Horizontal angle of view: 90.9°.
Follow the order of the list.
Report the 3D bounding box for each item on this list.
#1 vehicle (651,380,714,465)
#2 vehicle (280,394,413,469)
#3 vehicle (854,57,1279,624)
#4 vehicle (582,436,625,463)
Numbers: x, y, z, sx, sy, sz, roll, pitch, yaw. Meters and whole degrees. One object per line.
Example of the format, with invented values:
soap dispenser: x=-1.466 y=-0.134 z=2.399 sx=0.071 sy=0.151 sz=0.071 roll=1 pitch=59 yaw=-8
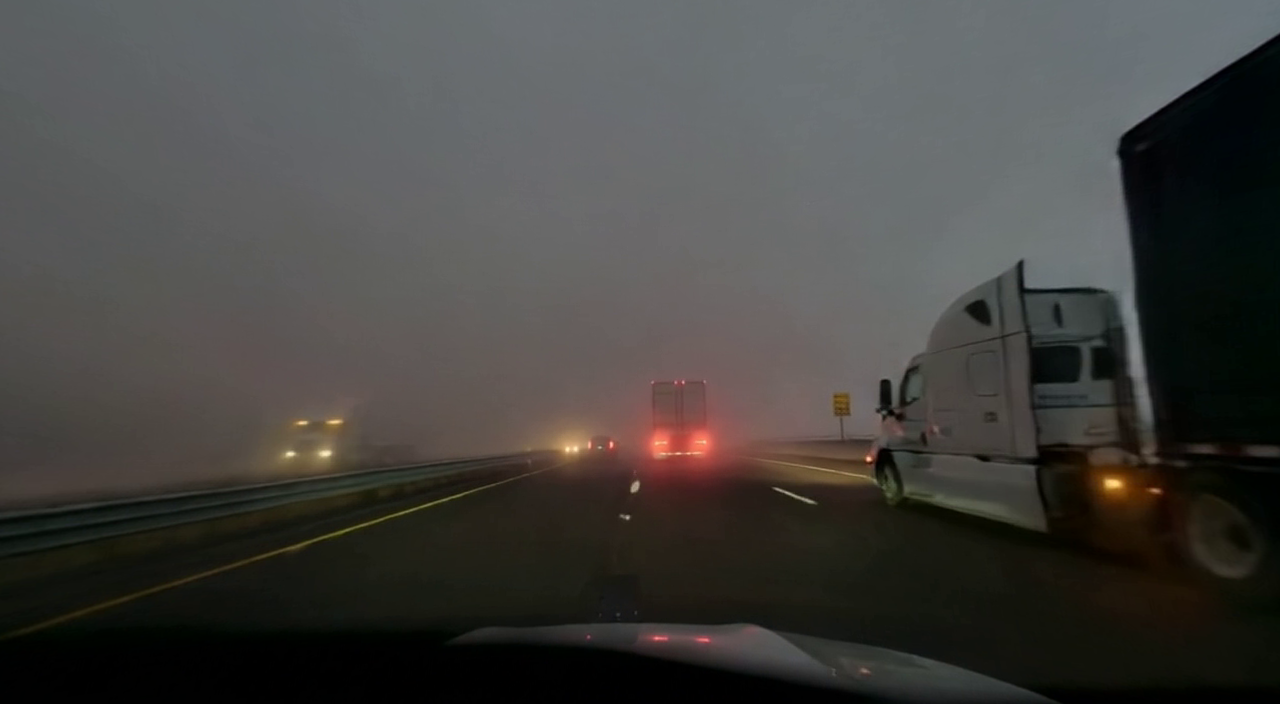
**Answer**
vehicle: x=2.252 y=4.274 z=37.139 sx=2.966 sy=4.072 sz=13.408 roll=-1 pitch=-8 yaw=2
vehicle: x=-17.494 y=4.915 z=38.695 sx=3.026 sy=3.971 sz=10.127 roll=0 pitch=-8 yaw=1
vehicle: x=6.003 y=0.406 z=8.091 sx=2.946 sy=3.946 sz=10.224 roll=0 pitch=-8 yaw=0
vehicle: x=-2.151 y=5.980 z=38.941 sx=2.208 sy=1.542 sz=5.138 roll=0 pitch=-8 yaw=1
